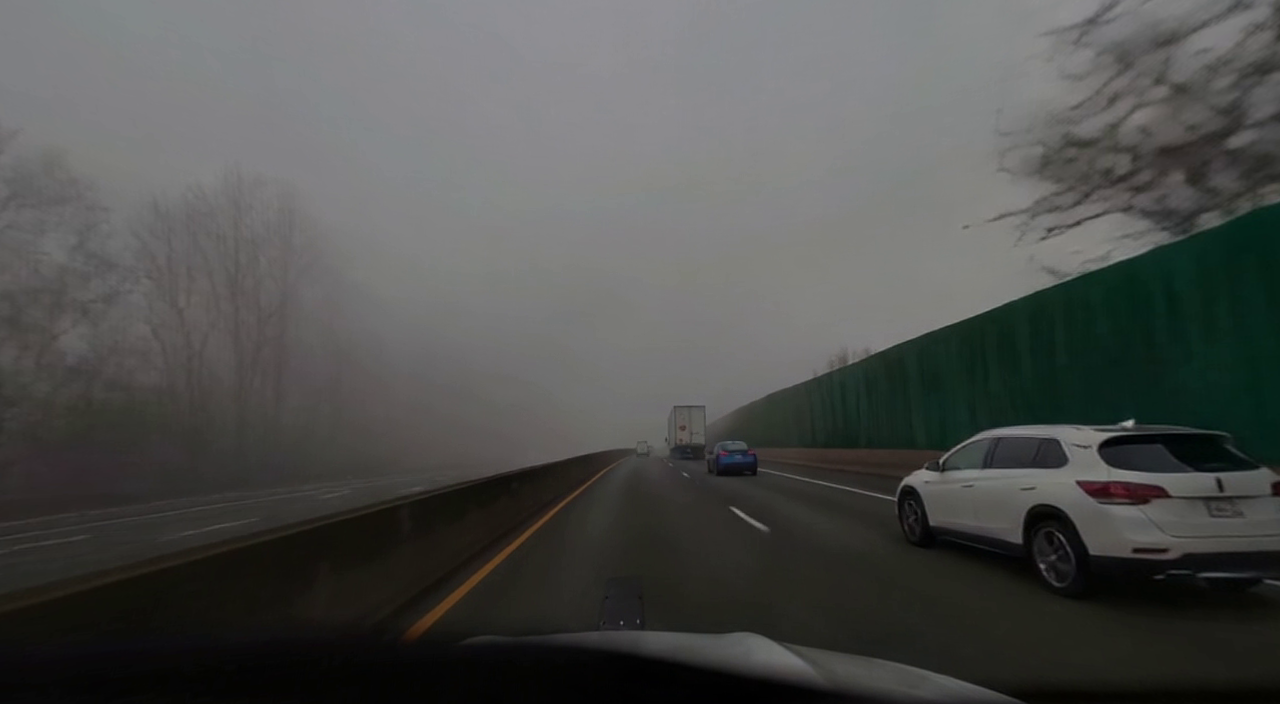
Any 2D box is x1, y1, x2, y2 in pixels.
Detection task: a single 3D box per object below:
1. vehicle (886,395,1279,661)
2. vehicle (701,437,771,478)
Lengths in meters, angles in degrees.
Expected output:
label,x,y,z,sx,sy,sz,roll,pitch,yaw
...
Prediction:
label,x,y,z,sx,sy,sz,roll,pitch,yaw
vehicle,4.110,1.318,5.767,1.940,1.539,4.005,1,-8,-2
vehicle,3.756,4.218,25.485,2.000,1.473,4.440,1,-8,-2
